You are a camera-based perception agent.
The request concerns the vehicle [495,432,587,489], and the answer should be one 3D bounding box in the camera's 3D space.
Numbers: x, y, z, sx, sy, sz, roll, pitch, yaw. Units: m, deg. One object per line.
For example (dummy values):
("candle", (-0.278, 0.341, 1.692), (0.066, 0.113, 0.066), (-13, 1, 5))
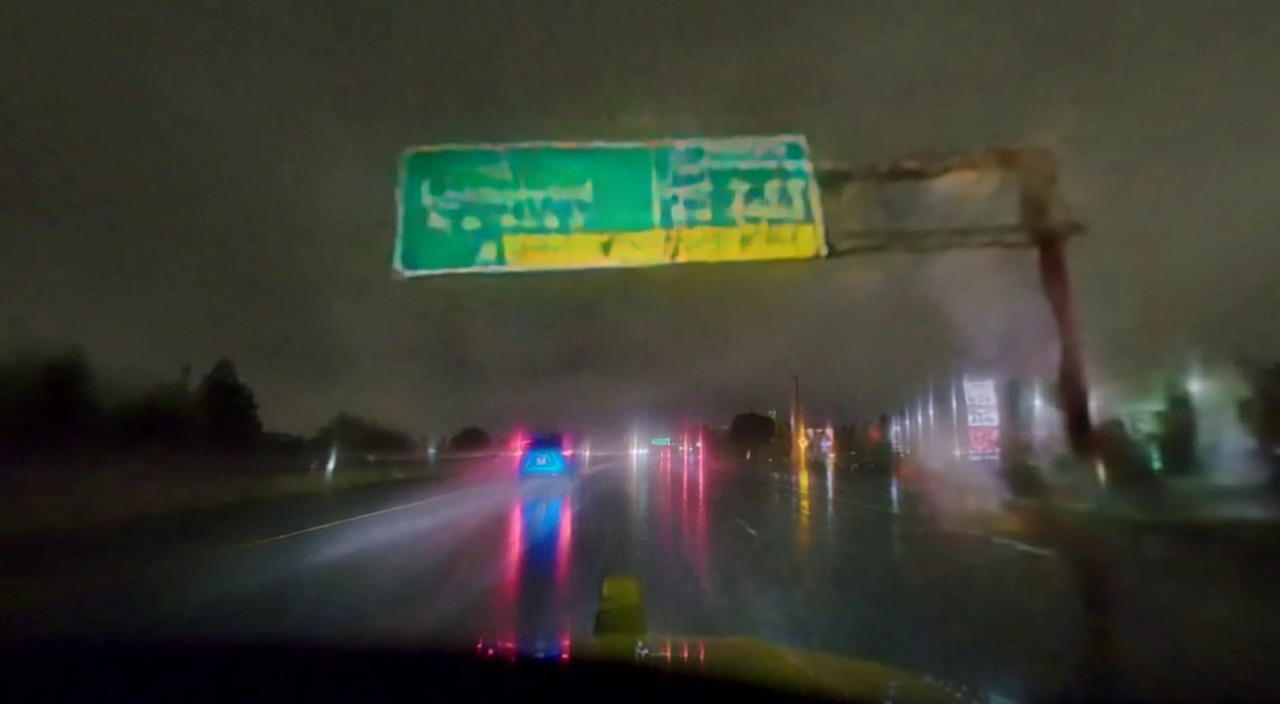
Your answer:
("vehicle", (-3.609, 4.120, 24.308), (2.431, 1.928, 5.760), (0, -9, 1))
